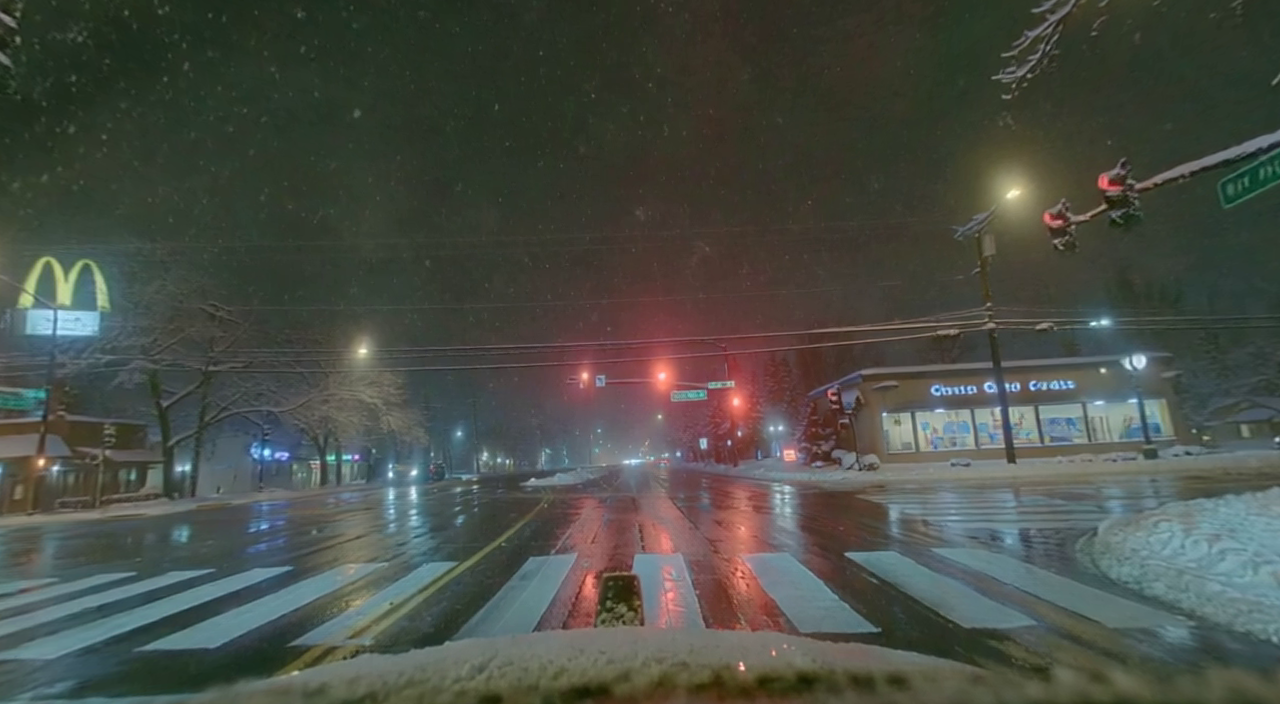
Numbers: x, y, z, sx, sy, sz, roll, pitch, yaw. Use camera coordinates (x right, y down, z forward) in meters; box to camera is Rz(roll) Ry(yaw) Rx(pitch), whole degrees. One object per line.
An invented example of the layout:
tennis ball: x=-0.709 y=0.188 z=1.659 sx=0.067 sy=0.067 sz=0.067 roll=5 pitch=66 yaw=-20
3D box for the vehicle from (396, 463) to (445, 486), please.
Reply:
vehicle: x=-15.755 y=8.827 z=45.417 sx=1.931 sy=1.471 sz=4.152 roll=0 pitch=-9 yaw=1

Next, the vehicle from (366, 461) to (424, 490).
vehicle: x=-19.231 y=9.701 z=49.817 sx=2.227 sy=2.033 sz=5.614 roll=0 pitch=-9 yaw=1

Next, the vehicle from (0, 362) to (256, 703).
vehicle: x=-3.415 y=0.734 z=1.409 sx=2.081 sy=1.644 sz=4.523 roll=0 pitch=-9 yaw=3
